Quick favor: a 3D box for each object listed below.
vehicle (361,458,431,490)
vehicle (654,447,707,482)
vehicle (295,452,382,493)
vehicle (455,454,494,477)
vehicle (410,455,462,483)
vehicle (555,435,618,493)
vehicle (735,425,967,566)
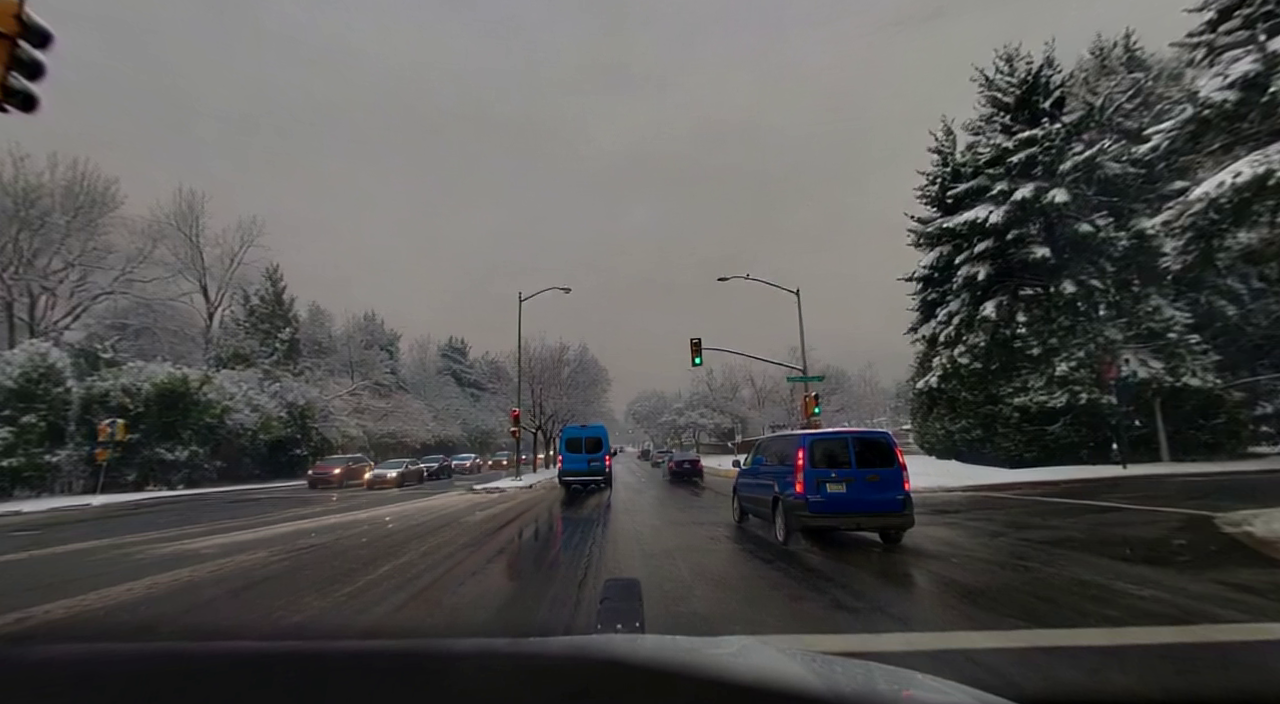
[{"bbox_3d":[-12.659,6.329,33.085,2.128,1.496,4.432,1,-9,-3],"label":"vehicle"},{"bbox_3d":[2.018,5.791,32.800,2.248,1.692,4.252,1,-9,-4],"label":"vehicle"},{"bbox_3d":[-16.497,6.593,34.999,2.299,2.015,5.743,1,-9,-4],"label":"vehicle"},{"bbox_3d":[-12.903,8.840,49.485,1.988,1.689,4.047,0,-9,-1],"label":"vehicle"},{"bbox_3d":[-12.847,7.374,40.052,1.956,1.625,4.123,0,-9,-2],"label":"vehicle"},{"bbox_3d":[-2.035,4.346,24.821,2.228,2.054,4.309,1,-9,-4],"label":"vehicle"},{"bbox_3d":[2.869,2.040,9.739,1.965,1.671,4.146,0,-9,-3],"label":"vehicle"}]
